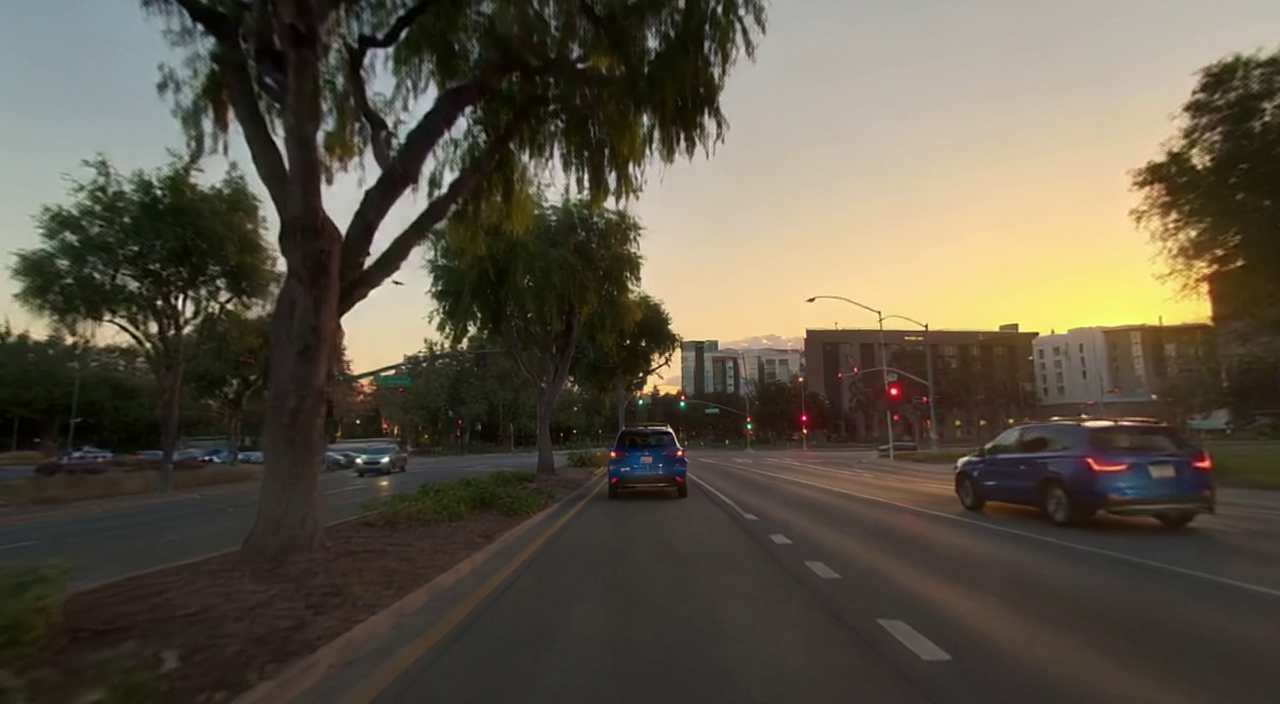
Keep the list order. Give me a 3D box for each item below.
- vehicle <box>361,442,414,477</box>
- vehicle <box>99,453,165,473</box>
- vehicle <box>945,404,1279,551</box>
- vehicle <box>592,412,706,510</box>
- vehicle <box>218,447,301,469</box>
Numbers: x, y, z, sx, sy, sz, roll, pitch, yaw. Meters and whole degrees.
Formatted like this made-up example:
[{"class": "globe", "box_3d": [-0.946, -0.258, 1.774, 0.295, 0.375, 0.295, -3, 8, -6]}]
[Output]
[{"class": "vehicle", "box_3d": [-13.038, 5.562, 32.964, 2.209, 1.627, 4.582, 3, -9, -18]}, {"class": "vehicle", "box_3d": [-39.654, 8.667, 49.442, 3.386, 1.456, 2.024, 0, -9, -1]}, {"class": "vehicle", "box_3d": [6.983, 1.799, 9.640, 2.447, 1.707, 4.396, 0, -9, 0]}, {"class": "vehicle", "box_3d": [0.222, 2.549, 15.099, 2.267, 1.926, 4.708, 0, -9, 1]}, {"class": "vehicle", "box_3d": [-29.831, 8.307, 49.645, 5.244, 1.715, 1.950, 0, -9, 1]}]
